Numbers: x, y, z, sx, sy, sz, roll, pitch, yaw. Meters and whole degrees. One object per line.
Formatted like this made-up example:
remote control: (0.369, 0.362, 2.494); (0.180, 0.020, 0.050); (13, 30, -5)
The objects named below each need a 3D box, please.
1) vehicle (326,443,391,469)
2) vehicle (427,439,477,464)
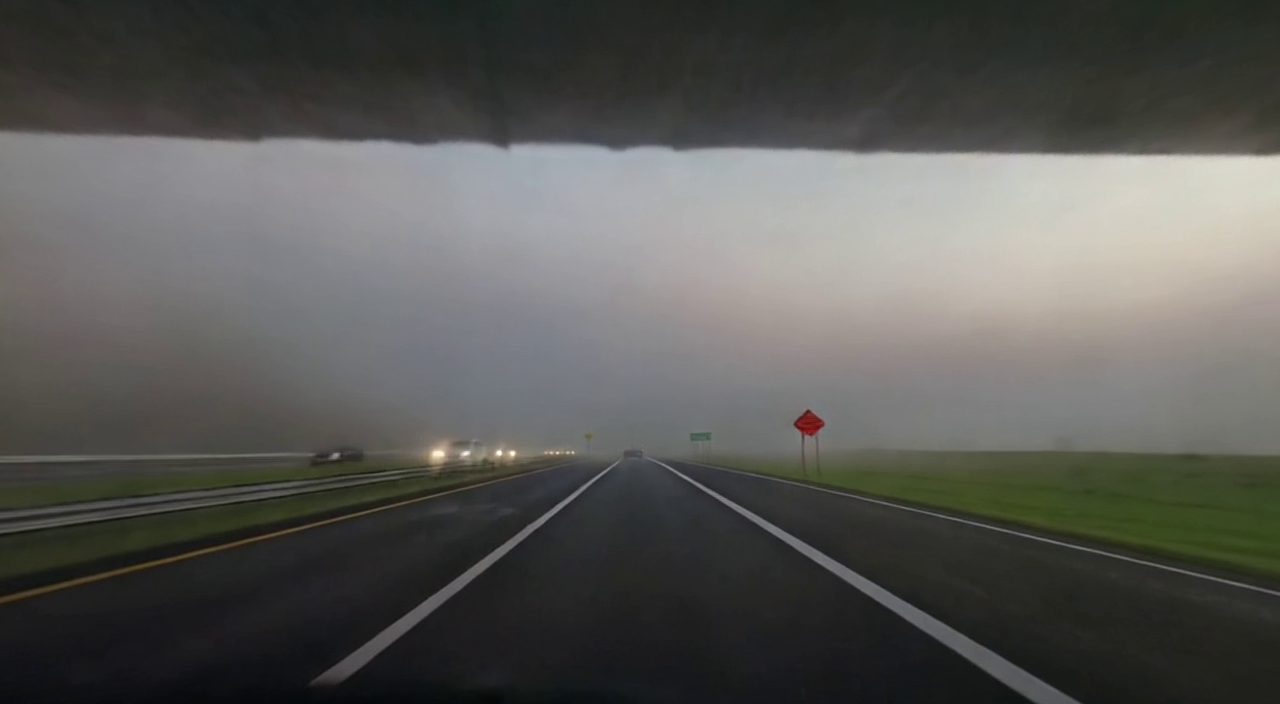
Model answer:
vehicle: (-16.868, 6.262, 38.066); (1.846, 1.467, 4.569); (0, -9, -1)
vehicle: (-13.273, 7.045, 44.763); (2.204, 1.648, 4.529); (0, -9, -1)
